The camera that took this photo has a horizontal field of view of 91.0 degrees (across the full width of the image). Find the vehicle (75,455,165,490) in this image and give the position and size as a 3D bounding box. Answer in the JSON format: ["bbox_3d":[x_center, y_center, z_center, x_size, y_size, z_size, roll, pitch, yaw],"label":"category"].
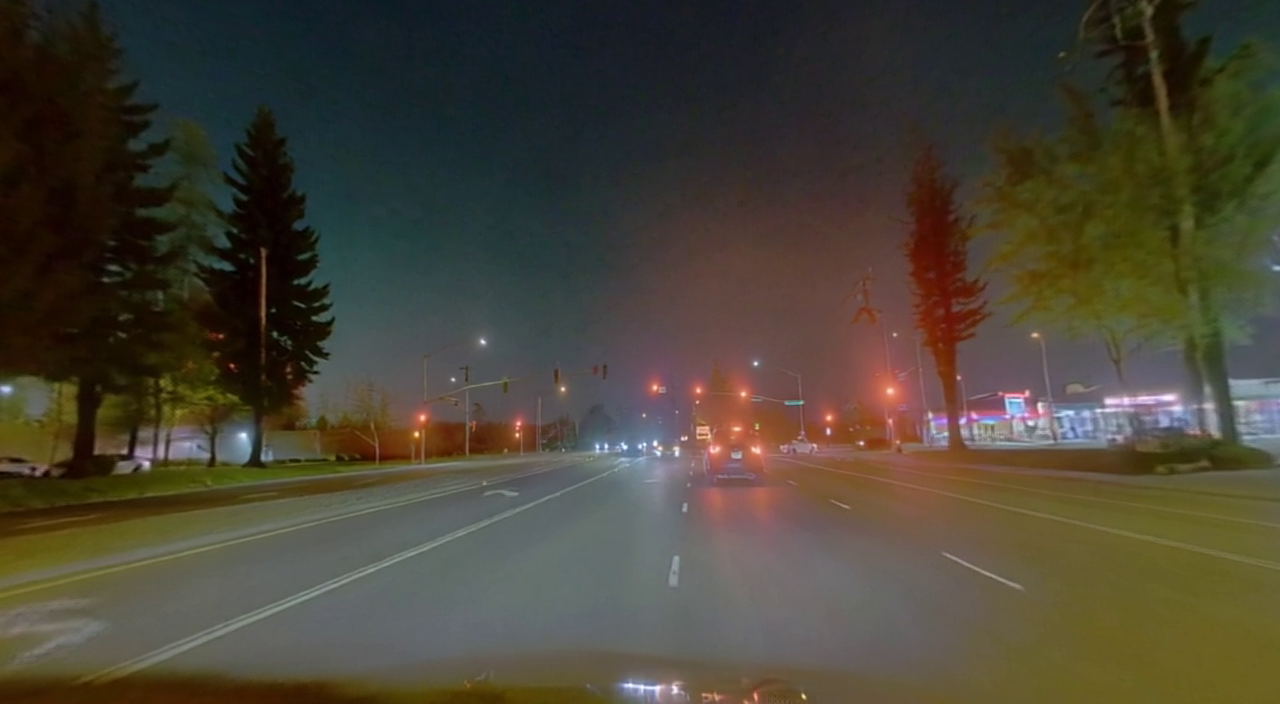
[{"bbox_3d":[-24.825,5.705,30.005,4.538,1.469,1.912,-6,-10,33],"label":"vehicle"}]

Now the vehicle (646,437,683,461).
[{"bbox_3d":[1.666,6.371,41.492,2.100,1.469,3.872,-1,-8,6],"label":"vehicle"}]

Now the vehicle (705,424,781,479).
[{"bbox_3d":[3.467,3.458,22.025,2.213,1.715,4.242,-1,-8,4],"label":"vehicle"}]
